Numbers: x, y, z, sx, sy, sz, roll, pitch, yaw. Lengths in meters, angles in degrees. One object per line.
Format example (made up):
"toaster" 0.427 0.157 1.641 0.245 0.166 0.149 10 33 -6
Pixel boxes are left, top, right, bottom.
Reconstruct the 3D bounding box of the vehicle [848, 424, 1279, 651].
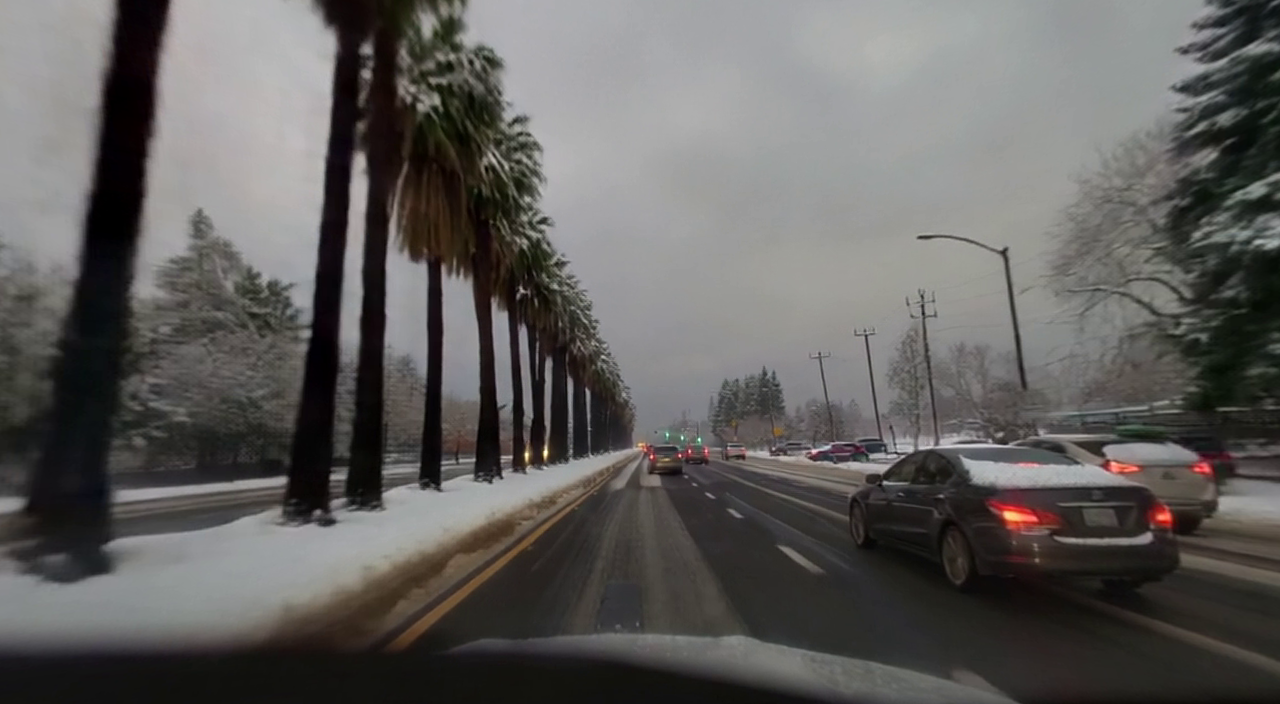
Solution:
"vehicle" 3.827 1.538 6.397 1.875 1.452 4.453 0 -8 -1

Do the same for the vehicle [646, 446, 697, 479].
"vehicle" 1.410 5.210 30.138 2.031 1.444 4.361 0 -8 -3
